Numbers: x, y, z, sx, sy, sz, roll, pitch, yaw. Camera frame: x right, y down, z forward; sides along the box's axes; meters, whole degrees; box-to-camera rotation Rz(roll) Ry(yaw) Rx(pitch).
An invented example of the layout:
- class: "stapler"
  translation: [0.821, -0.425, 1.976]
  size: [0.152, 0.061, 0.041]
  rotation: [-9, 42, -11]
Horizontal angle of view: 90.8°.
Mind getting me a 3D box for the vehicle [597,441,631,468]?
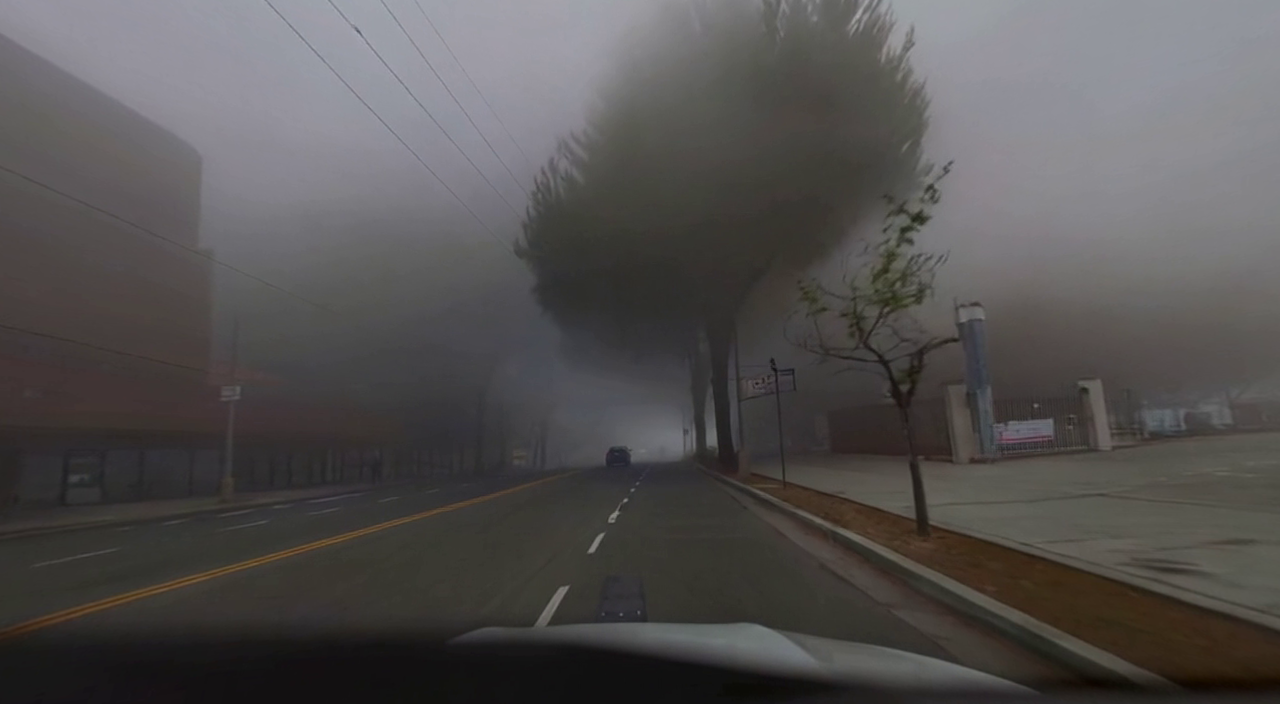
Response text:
- class: "vehicle"
  translation: [-1.744, 7.169, 44.374]
  size: [2.101, 1.721, 4.364]
  rotation: [0, -8, 2]
